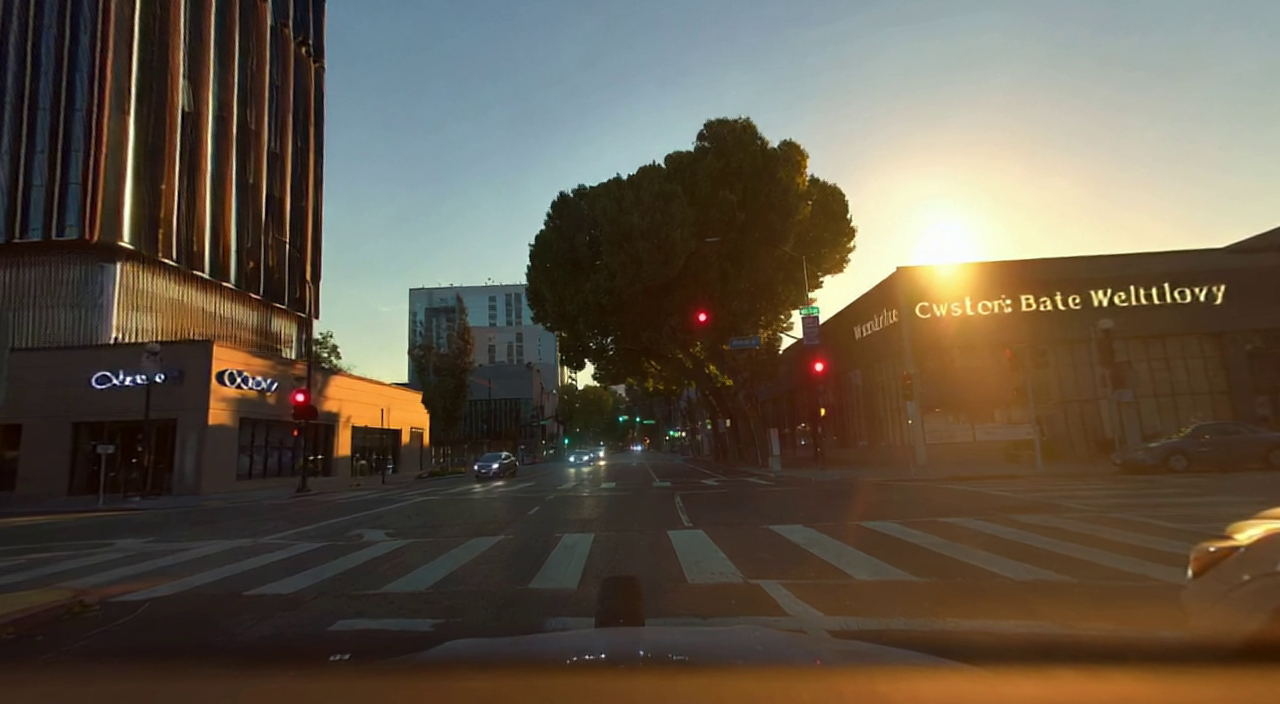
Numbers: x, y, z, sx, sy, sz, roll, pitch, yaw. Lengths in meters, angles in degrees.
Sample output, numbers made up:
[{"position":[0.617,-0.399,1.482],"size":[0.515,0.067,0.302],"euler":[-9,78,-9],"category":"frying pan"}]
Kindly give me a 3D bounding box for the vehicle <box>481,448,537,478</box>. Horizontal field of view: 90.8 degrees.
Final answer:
[{"position":[-6.932,5.908,33.892],"size":[1.893,1.451,4.276],"euler":[-1,-9,3],"category":"vehicle"}]
